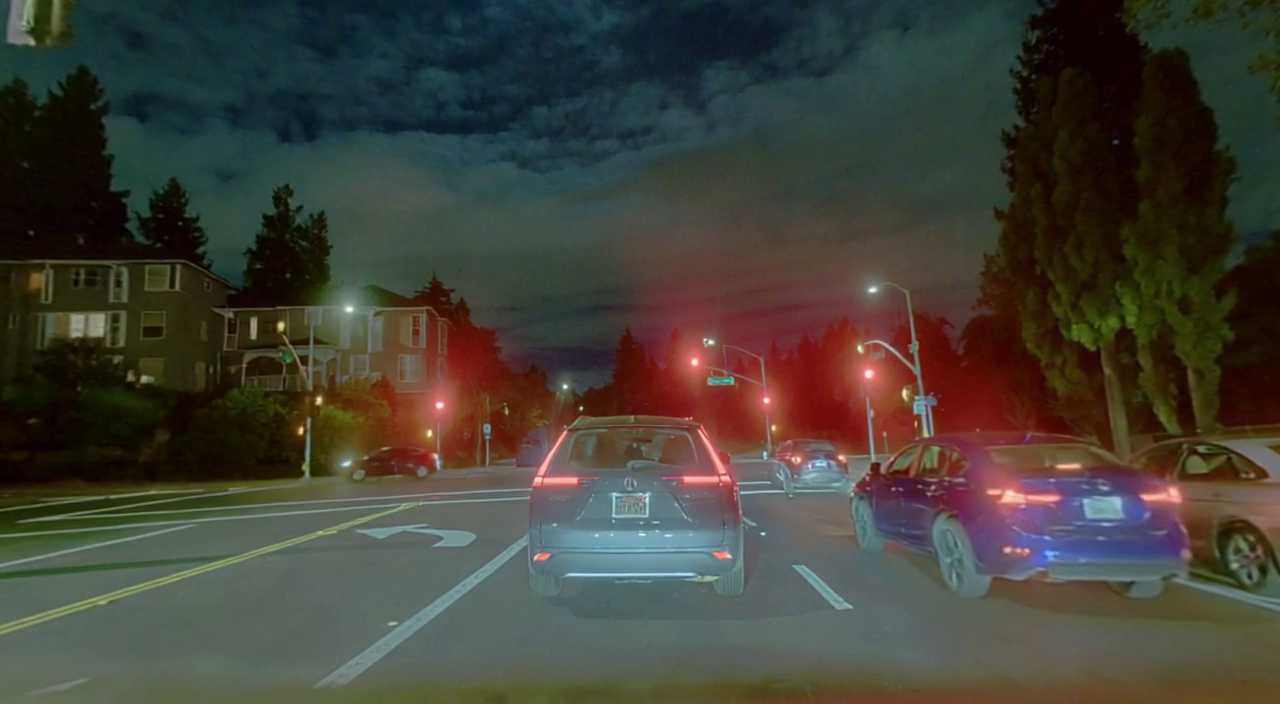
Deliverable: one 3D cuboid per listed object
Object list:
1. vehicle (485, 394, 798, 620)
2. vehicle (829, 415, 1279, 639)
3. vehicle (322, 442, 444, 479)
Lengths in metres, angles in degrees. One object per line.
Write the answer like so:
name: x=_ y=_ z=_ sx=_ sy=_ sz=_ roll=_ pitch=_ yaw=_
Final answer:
vehicle: x=0.048 y=1.475 z=6.953 sx=2.322 sy=1.667 sz=4.367 roll=0 pitch=-8 yaw=1
vehicle: x=3.767 y=1.561 z=6.801 sx=2.077 sy=1.527 sz=4.755 roll=0 pitch=-8 yaw=1
vehicle: x=-11.194 y=4.713 z=27.547 sx=4.723 sy=1.486 sz=1.800 roll=4 pitch=-9 yaw=-25
